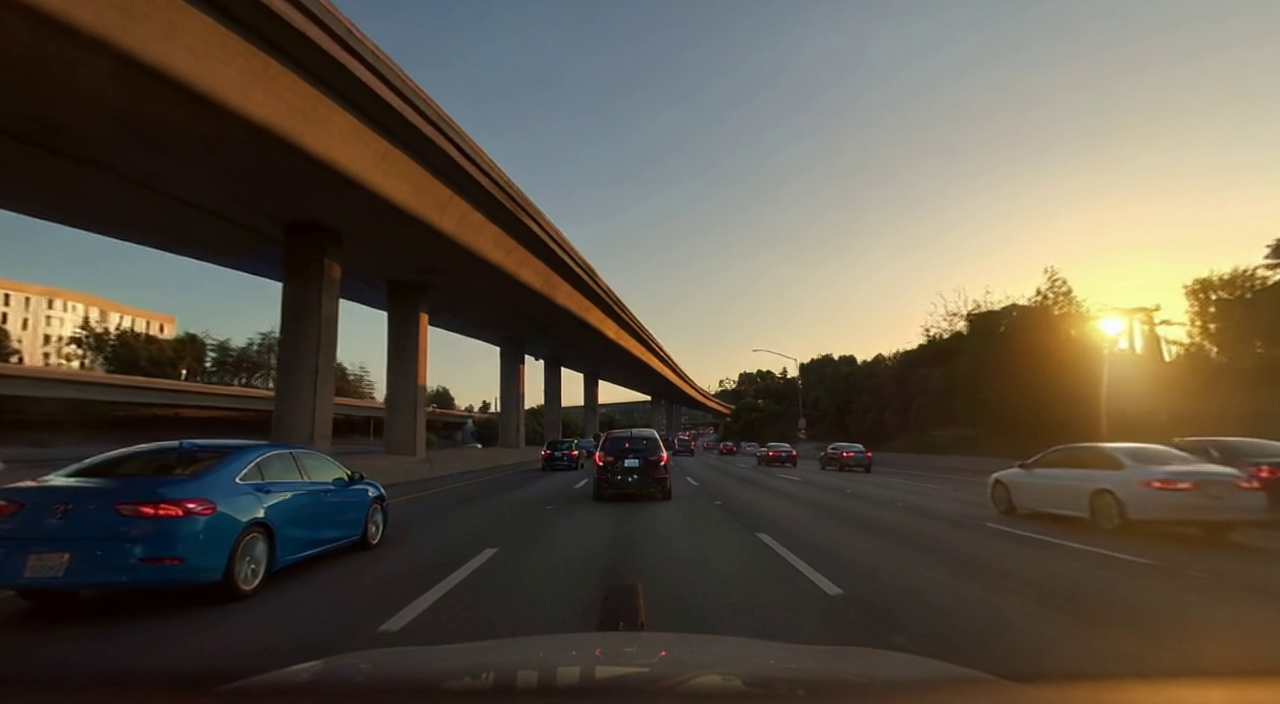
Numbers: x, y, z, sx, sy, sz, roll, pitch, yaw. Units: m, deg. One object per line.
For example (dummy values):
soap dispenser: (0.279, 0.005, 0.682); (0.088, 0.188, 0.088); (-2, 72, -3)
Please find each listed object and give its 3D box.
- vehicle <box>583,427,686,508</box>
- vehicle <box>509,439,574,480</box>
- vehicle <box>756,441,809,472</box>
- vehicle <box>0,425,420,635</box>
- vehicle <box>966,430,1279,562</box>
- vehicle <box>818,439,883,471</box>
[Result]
vehicle: (-0.097, 2.782, 15.546); (2.181, 1.697, 4.021); (0, -9, 0)
vehicle: (-3.988, 4.434, 26.213); (1.947, 1.516, 4.295); (0, -9, 1)
vehicle: (7.418, 5.461, 33.096); (1.880, 1.526, 3.641); (0, -9, 0)
vehicle: (-4.149, 1.612, 6.778); (1.974, 1.478, 4.412); (0, -9, 0)
vehicle: (7.307, 2.049, 9.762); (2.049, 1.521, 4.604); (0, -9, 0)
vehicle: (11.560, 5.688, 34.927); (1.992, 1.625, 4.359); (1, -9, -1)
